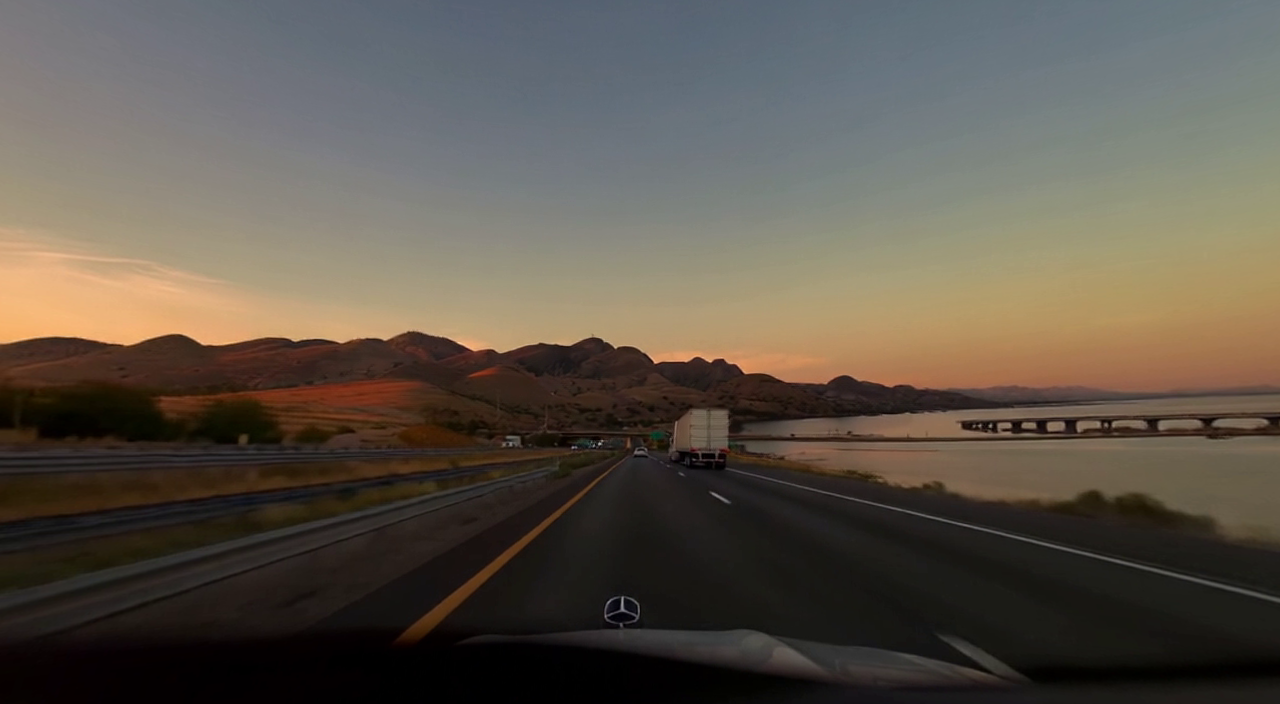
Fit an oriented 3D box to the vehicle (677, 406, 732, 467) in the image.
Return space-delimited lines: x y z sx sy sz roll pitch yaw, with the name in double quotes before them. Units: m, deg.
"vehicle" 4.705 6.699 48.935 3.035 4.005 13.454 0 -9 1
